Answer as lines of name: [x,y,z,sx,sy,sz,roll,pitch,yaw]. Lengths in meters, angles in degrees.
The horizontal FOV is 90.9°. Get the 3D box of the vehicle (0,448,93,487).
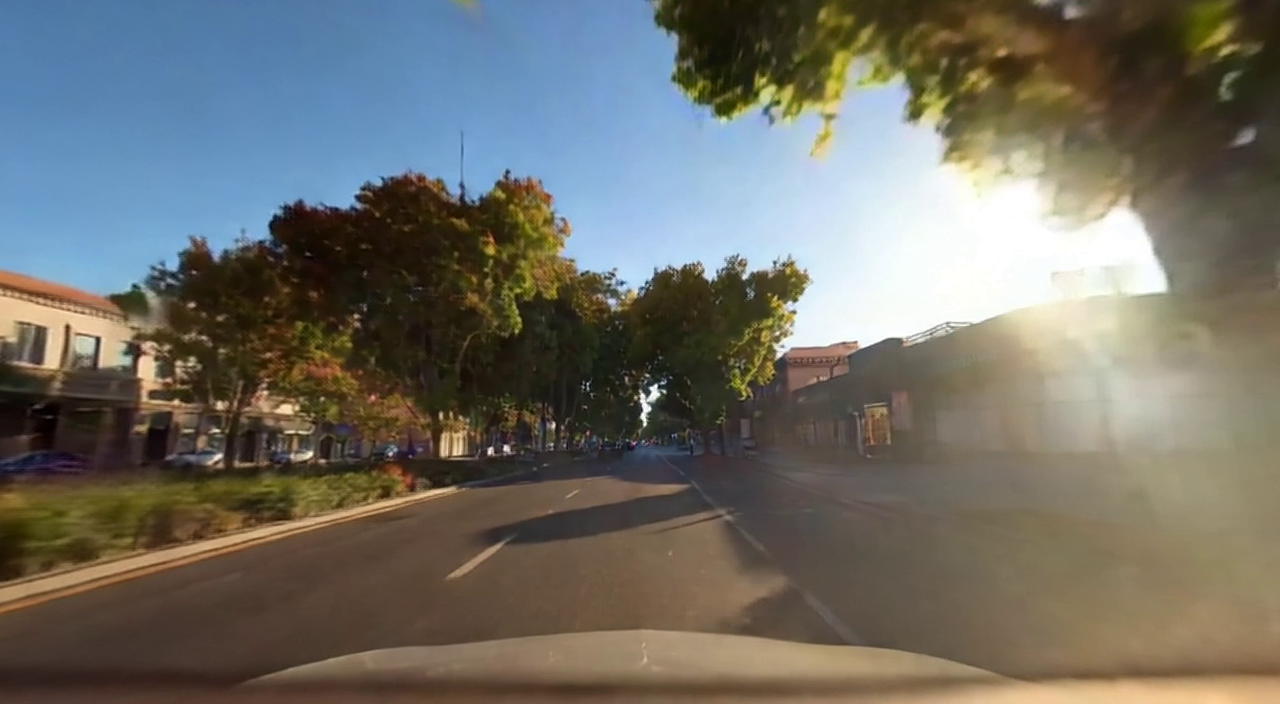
vehicle: [-26.295,4.860,26.888,1.850,1.477,4.492,0,-8,0]
